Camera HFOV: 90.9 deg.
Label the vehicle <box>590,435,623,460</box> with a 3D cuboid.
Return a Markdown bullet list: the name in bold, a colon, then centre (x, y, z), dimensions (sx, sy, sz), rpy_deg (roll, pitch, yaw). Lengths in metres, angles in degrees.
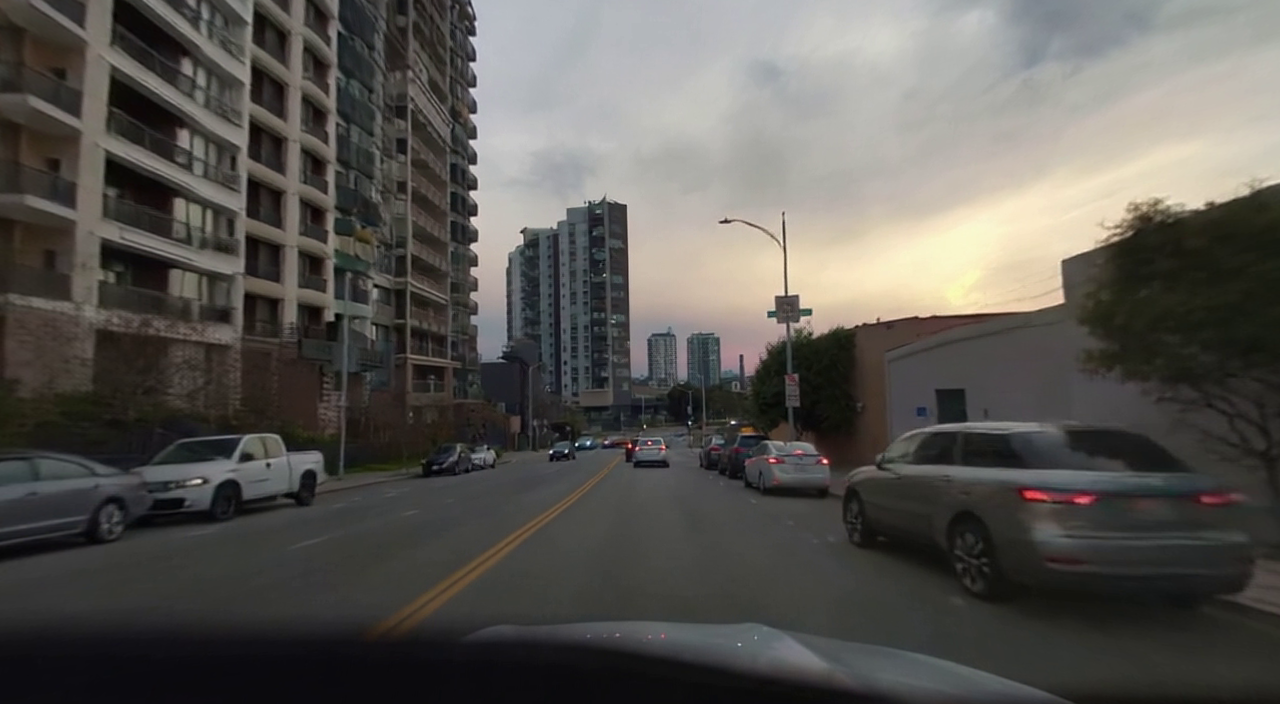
- **vehicle**: centre (-2.442, 7.083, 46.849), dimensions (2.219, 1.746, 4.197), rpy_deg (0, -8, 0)

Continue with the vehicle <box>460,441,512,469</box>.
- **vehicle**: centre (-9.122, 6.138, 37.662), dimensions (2.002, 1.546, 4.339), rpy_deg (0, -8, 0)

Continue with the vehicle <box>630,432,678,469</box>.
- **vehicle**: centre (0.670, 4.978, 32.021), dimensions (2.261, 1.740, 4.065), rpy_deg (0, -8, 1)

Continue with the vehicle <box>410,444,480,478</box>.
- **vehicle**: centre (-9.082, 5.079, 29.723), dimensions (2.021, 1.474, 4.337), rpy_deg (0, -8, -1)

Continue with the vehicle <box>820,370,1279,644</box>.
- **vehicle**: centre (3.784, 1.366, 6.630), dimensions (2.260, 1.789, 4.810), rpy_deg (0, -8, -1)

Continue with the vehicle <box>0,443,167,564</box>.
- **vehicle**: centre (-9.360, 2.036, 8.608), dimensions (2.089, 1.549, 4.597), rpy_deg (-1, -8, 2)

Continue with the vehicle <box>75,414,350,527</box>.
- **vehicle**: centre (-9.196, 2.602, 14.457), dimensions (2.457, 2.048, 5.461), rpy_deg (0, -8, 0)

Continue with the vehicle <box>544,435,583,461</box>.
- **vehicle**: centre (-5.751, 7.325, 48.130), dimensions (2.345, 1.831, 4.828), rpy_deg (0, -8, 1)

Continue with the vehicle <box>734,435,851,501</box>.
- **vehicle**: centre (3.731, 2.921, 16.313), dimensions (2.033, 1.470, 4.502), rpy_deg (0, -8, 2)
